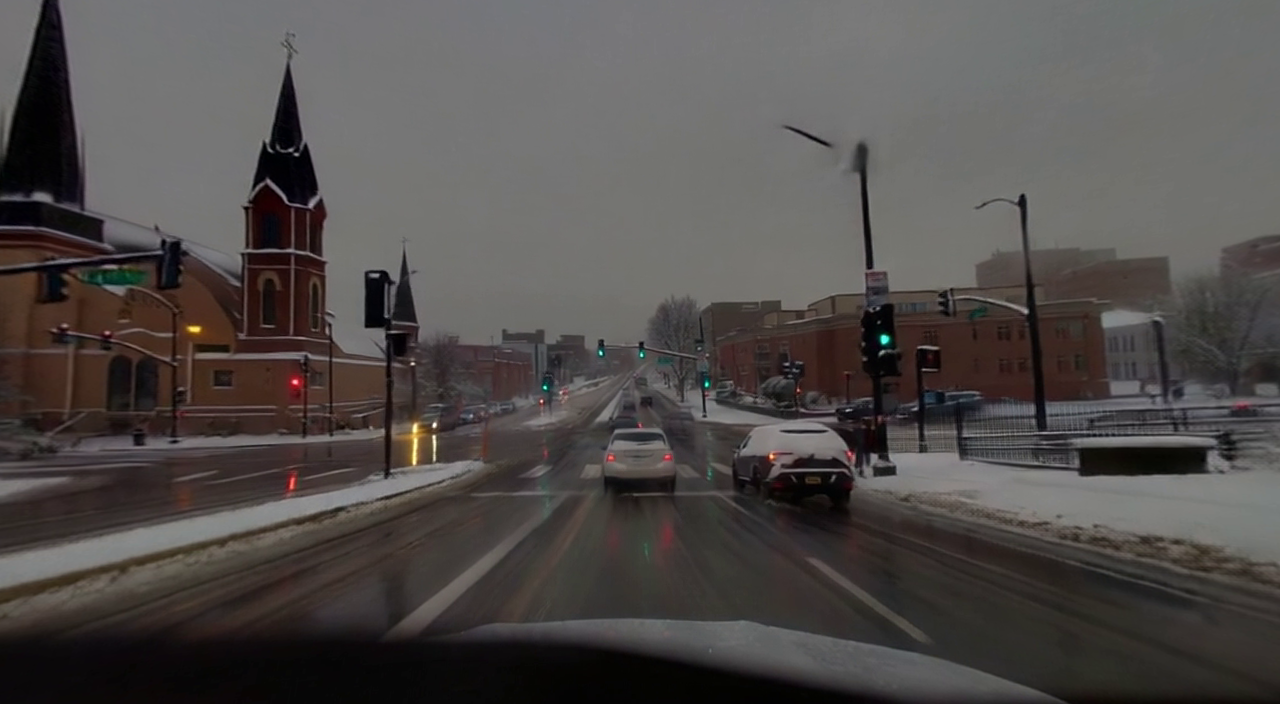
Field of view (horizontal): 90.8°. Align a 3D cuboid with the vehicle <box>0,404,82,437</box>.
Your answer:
[{"bbox_3d":[-45.489,5.118,47.747,2.194,2.092,5.083,0,-2,-3],"label":"vehicle"}]

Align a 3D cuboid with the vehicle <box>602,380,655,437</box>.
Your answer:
[{"bbox_3d":[-0.854,3.416,39.237,2.930,3.209,8.154,0,-4,-3],"label":"vehicle"}]

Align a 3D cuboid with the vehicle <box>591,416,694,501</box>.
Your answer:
[{"bbox_3d":[0.029,2.548,15.504,2.168,1.776,4.135,0,-8,-1],"label":"vehicle"}]

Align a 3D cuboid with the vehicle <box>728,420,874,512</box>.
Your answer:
[{"bbox_3d":[3.493,2.566,14.757,2.080,1.735,4.650,2,-8,-1],"label":"vehicle"}]

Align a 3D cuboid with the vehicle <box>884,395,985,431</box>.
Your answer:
[{"bbox_3d":[16.317,3.347,35.130,4.512,1.734,2.143,-2,-4,-4],"label":"vehicle"}]
